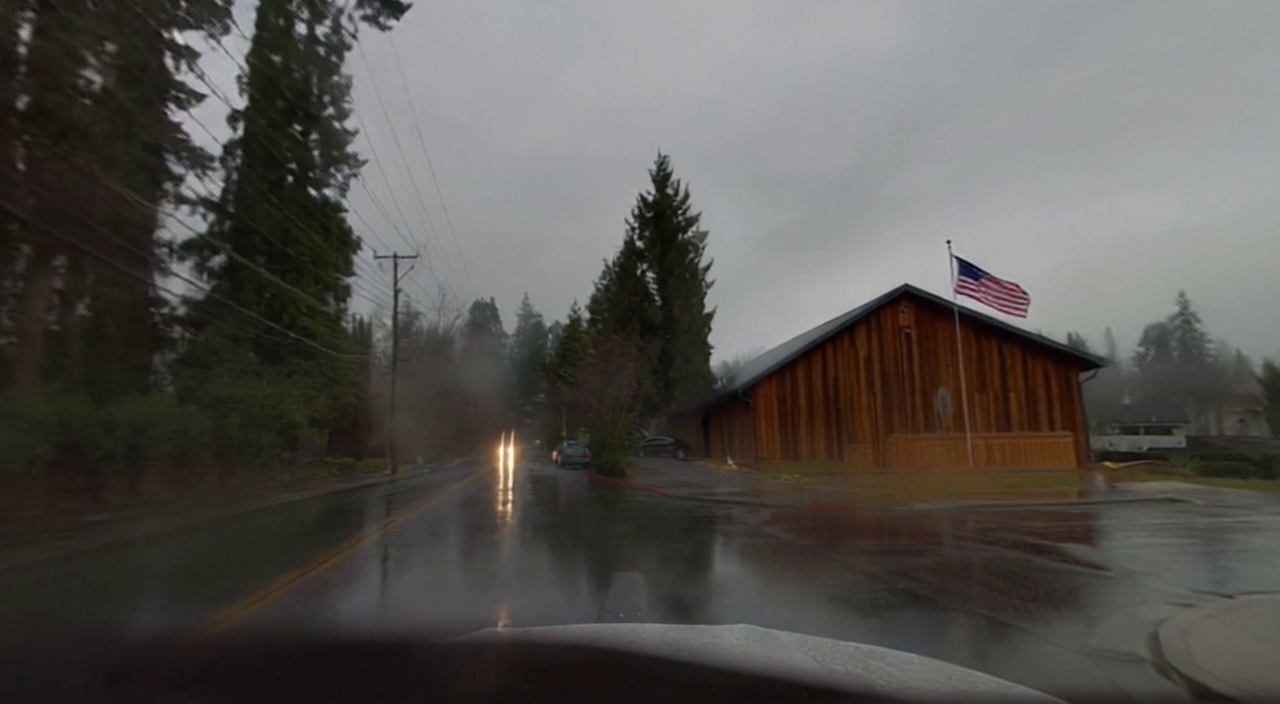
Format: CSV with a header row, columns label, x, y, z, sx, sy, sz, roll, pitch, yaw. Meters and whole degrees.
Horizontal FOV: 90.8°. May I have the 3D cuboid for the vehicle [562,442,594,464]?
label,x,y,z,sx,sy,sz,roll,pitch,yaw
vehicle,-4.488,7.236,45.246,1.941,1.460,4.206,1,-9,-10
